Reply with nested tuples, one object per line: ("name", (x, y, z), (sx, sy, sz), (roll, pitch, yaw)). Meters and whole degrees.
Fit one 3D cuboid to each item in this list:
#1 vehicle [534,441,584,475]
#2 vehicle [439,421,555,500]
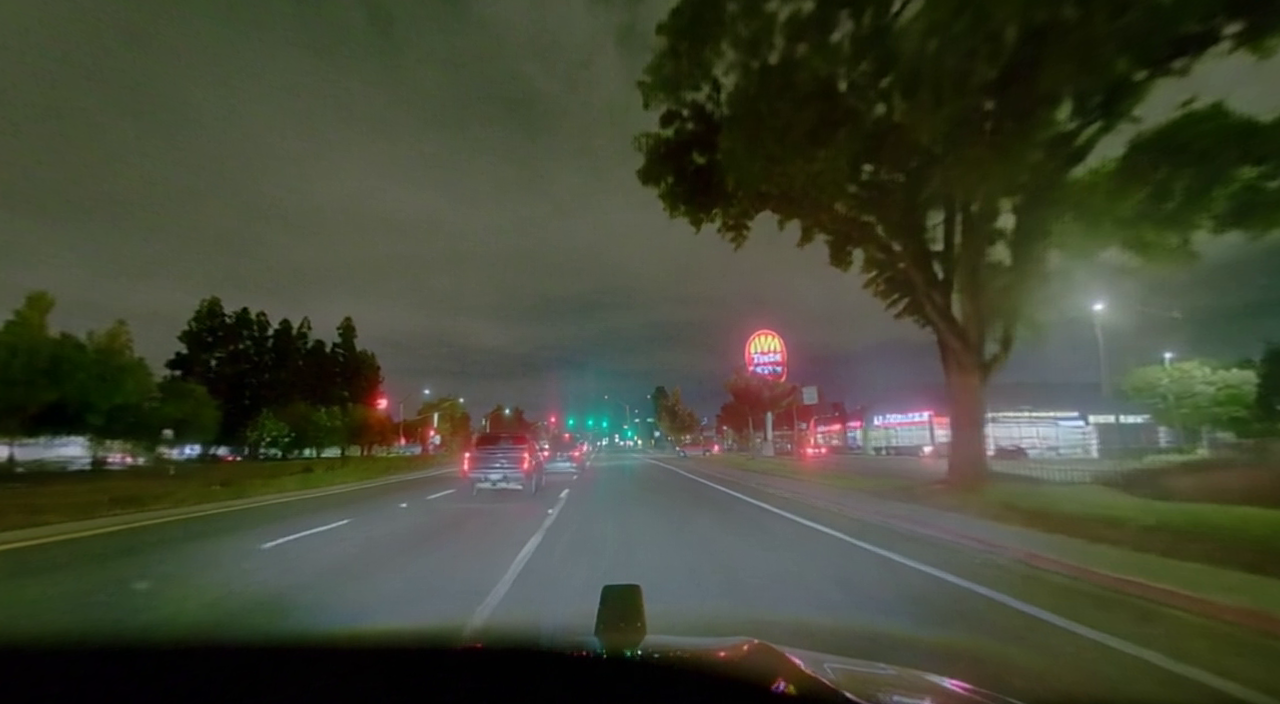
("vehicle", (-3.710, 4.876, 29.284), (2.113, 1.446, 4.309), (1, -8, -5))
("vehicle", (-3.836, 3.028, 17.894), (2.222, 1.899, 5.006), (0, -8, -2))
